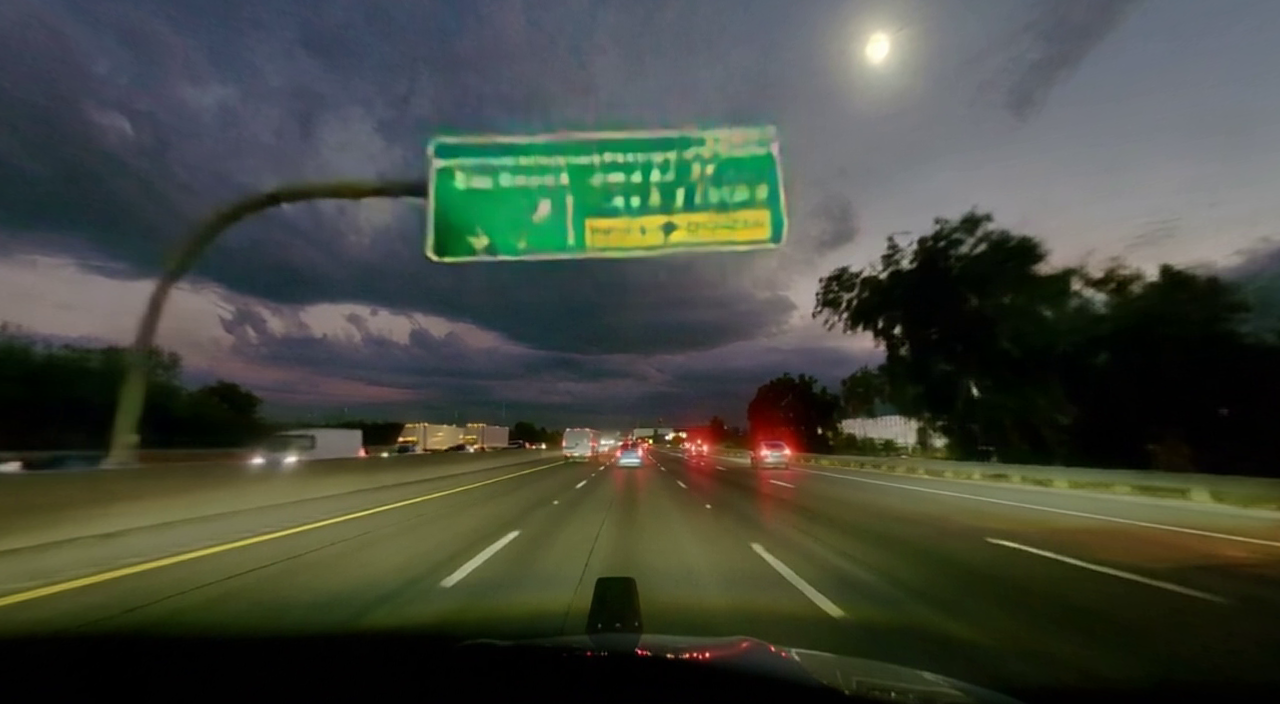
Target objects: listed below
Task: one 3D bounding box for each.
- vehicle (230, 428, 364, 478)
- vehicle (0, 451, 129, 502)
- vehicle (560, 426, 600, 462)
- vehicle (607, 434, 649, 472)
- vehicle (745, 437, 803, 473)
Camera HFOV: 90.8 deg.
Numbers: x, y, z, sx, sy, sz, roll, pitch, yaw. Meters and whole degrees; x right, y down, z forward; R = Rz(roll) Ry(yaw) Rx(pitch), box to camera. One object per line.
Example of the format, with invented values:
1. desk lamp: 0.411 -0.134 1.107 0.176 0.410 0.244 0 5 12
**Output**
1. vehicle: -14.023 4.203 26.393 2.361 1.835 5.770 0 -9 0
2. vehicle: -17.591 3.711 19.115 1.469 1.355 3.317 0 -9 -1
3. vehicle: -4.483 7.049 48.239 2.398 2.593 5.808 0 -9 1
4. vehicle: -0.564 5.180 32.544 2.002 1.759 4.658 0 -9 0
5. vehicle: 6.758 5.241 32.343 1.944 1.666 4.184 0 -9 -2
